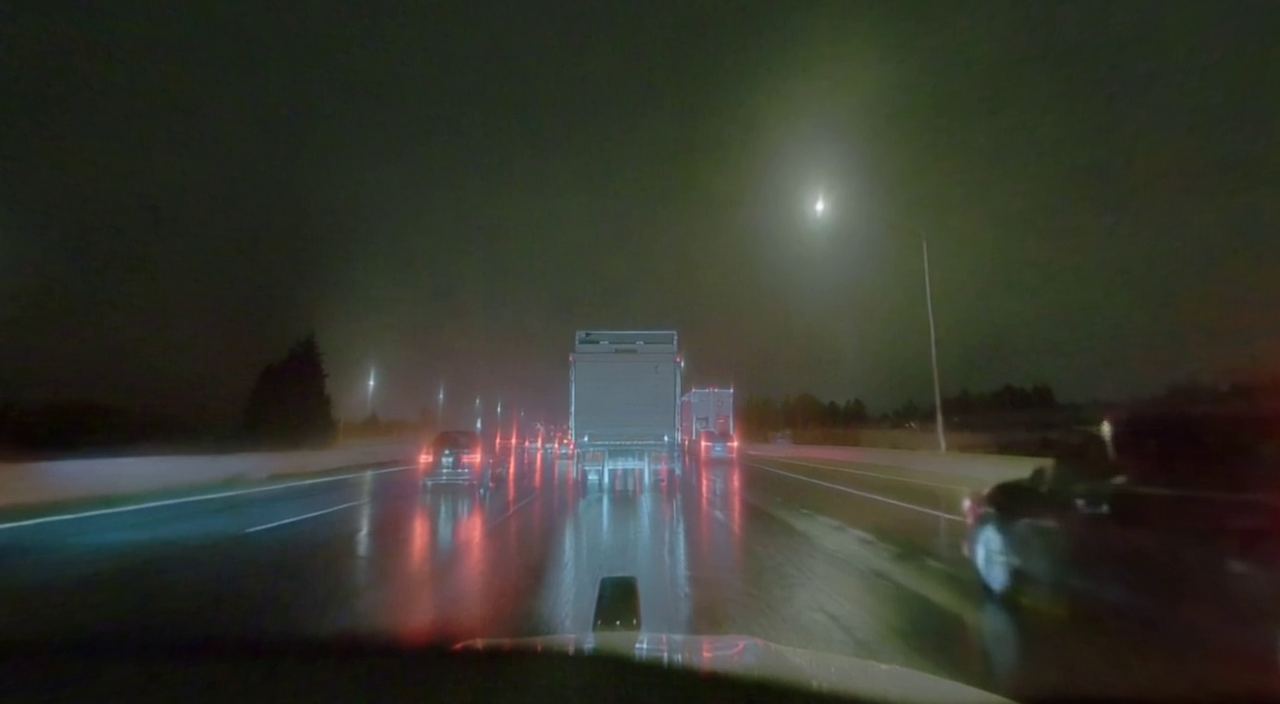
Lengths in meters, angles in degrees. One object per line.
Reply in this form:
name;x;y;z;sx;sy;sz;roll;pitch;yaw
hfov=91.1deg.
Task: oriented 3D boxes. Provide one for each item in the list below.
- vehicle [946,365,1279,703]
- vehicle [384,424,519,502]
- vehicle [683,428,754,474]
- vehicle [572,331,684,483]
vehicle;3.547;0.890;3.057;1.945;1.529;4.129;0;-8;-1
vehicle;-4.066;2.433;14.271;1.882;1.493;3.828;0;-8;0
vehicle;2.797;3.627;23.334;1.976;1.513;4.065;0;-8;-2
vehicle;-0.480;2.098;21.663;2.938;4.033;9.980;0;-8;-2
